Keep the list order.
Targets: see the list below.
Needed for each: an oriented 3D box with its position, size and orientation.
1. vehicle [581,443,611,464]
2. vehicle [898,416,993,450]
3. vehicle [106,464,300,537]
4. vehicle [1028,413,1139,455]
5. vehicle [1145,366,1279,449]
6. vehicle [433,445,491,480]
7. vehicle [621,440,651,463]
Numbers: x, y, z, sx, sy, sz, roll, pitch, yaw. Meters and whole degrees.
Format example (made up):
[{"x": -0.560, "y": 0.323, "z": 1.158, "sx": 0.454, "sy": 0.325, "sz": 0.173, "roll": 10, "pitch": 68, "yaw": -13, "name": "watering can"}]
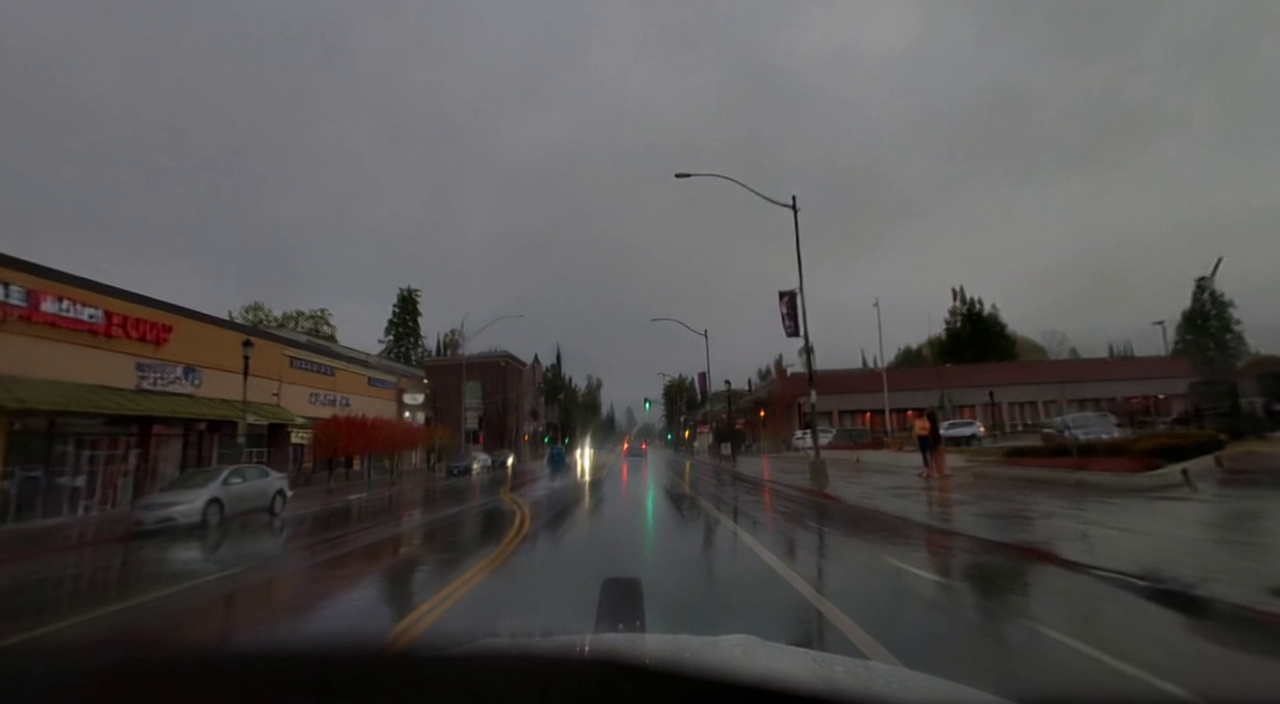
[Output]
[{"x": -3.227, "y": 7.470, "z": 46.759, "sx": 1.987, "sy": 1.461, "sz": 4.228, "roll": 0, "pitch": -8, "yaw": -1, "name": "vehicle"}, {"x": 16.807, "y": 4.510, "z": 34.963, "sx": 4.135, "sy": 1.753, "sz": 2.122, "roll": 0, "pitch": -8, "yaw": 1, "name": "vehicle"}, {"x": -10.977, "y": 3.711, "z": 16.381, "sx": 1.828, "sy": 1.470, "sz": 4.523, "roll": 0, "pitch": -8, "yaw": -1, "name": "vehicle"}, {"x": 17.061, "y": 3.234, "z": 24.593, "sx": 1.773, "sy": 1.446, "sz": 4.421, "roll": -2, "pitch": -9, "yaw": 11, "name": "vehicle"}, {"x": 16.245, "y": 1.503, "z": 16.146, "sx": 5.190, "sy": 1.898, "sz": 2.168, "roll": 1, "pitch": -9, "yaw": -10, "name": "vehicle"}, {"x": -10.854, "y": 6.737, "z": 38.896, "sx": 2.033, "sy": 1.930, "sz": 4.786, "roll": 0, "pitch": -8, "yaw": 1, "name": "vehicle"}, {"x": -0.275, "y": 7.381, "z": 46.913, "sx": 2.105, "sy": 1.611, "sz": 3.750, "roll": 0, "pitch": -8, "yaw": 0, "name": "vehicle"}]
